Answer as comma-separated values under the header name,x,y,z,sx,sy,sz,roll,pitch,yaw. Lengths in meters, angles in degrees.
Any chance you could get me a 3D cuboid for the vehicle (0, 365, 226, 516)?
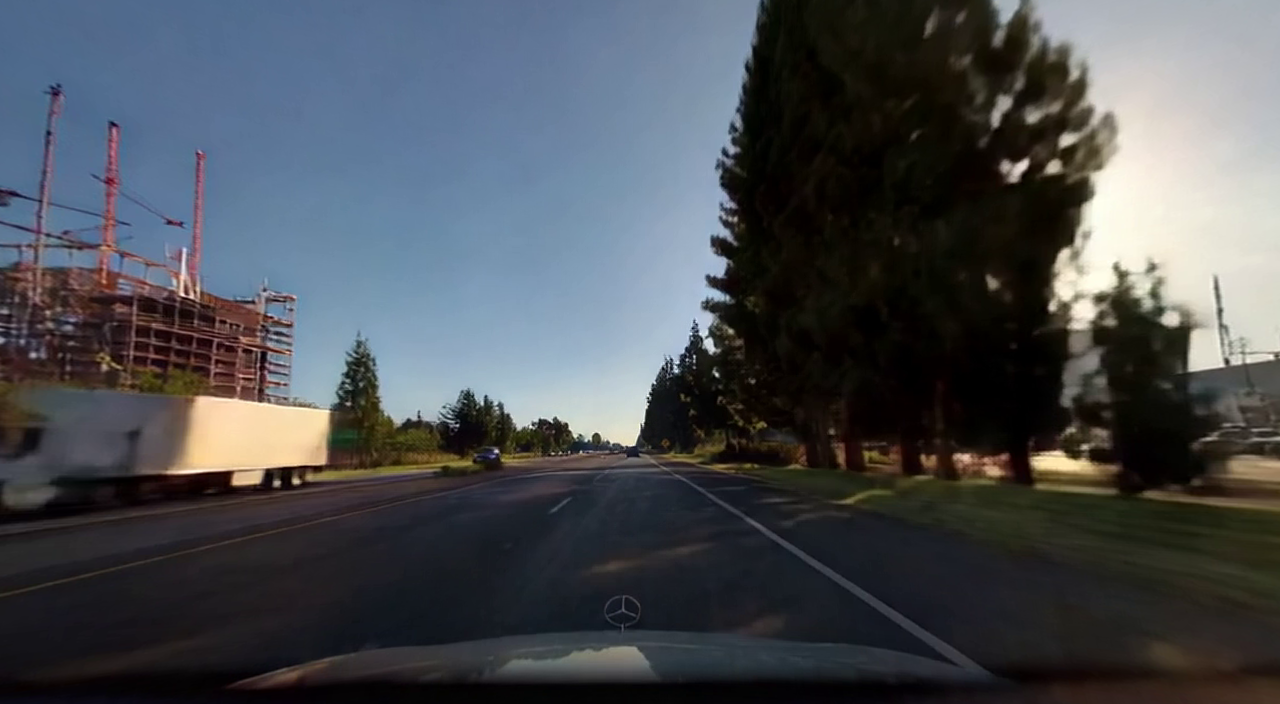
name,x,y,z,sx,sy,sz,roll,pitch,yaw
vehicle,-16.308,2.561,17.954,2.917,3.480,8.865,0,-9,0
